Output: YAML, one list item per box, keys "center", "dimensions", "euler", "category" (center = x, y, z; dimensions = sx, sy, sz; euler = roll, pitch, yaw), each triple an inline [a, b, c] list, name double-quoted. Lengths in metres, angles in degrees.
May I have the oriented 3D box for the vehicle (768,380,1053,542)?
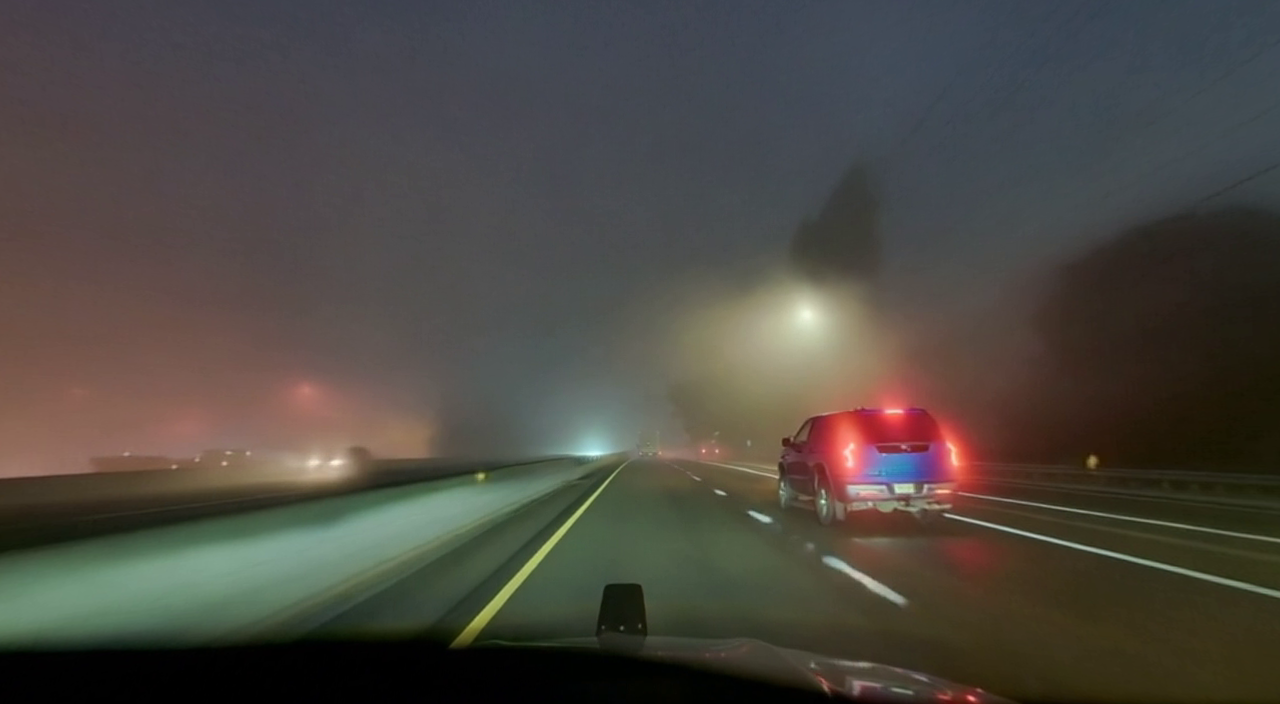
- center: [4.187, 1.871, 11.336]
  dimensions: [2.594, 2.155, 5.670]
  euler: [0, -8, 0]
  category: "vehicle"

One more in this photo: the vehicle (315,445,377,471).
- center: [-18.842, 6.800, 40.648]
  dimensions: [1.973, 1.597, 4.252]
  euler: [0, -8, 0]
  category: "vehicle"

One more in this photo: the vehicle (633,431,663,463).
- center: [0.552, 7.197, 47.762]
  dimensions: [2.099, 2.260, 4.899]
  euler: [0, -8, -1]
  category: "vehicle"
